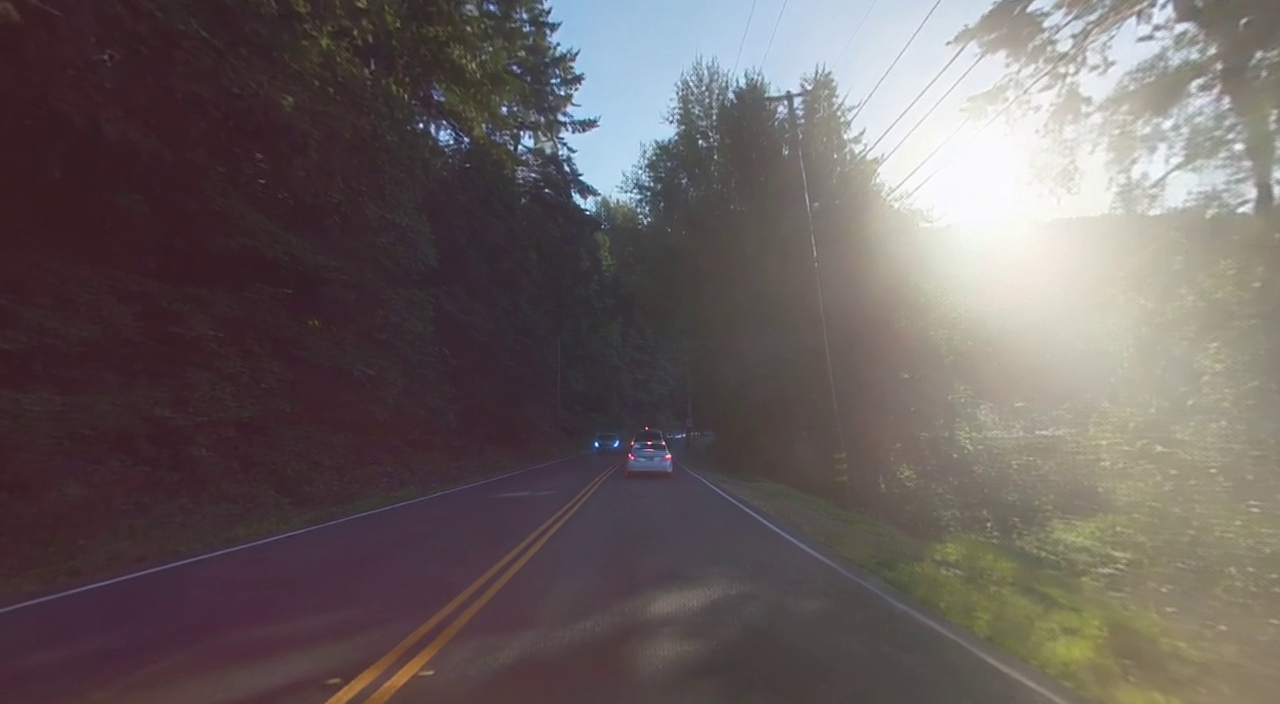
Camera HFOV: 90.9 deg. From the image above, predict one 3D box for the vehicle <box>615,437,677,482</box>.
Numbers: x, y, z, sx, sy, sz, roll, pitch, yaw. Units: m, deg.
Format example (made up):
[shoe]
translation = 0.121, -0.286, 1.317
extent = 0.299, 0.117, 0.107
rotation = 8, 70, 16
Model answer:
[vehicle]
translation = 0.182, 3.930, 23.205
extent = 2.081, 1.503, 3.726
rotation = 0, -8, -1
